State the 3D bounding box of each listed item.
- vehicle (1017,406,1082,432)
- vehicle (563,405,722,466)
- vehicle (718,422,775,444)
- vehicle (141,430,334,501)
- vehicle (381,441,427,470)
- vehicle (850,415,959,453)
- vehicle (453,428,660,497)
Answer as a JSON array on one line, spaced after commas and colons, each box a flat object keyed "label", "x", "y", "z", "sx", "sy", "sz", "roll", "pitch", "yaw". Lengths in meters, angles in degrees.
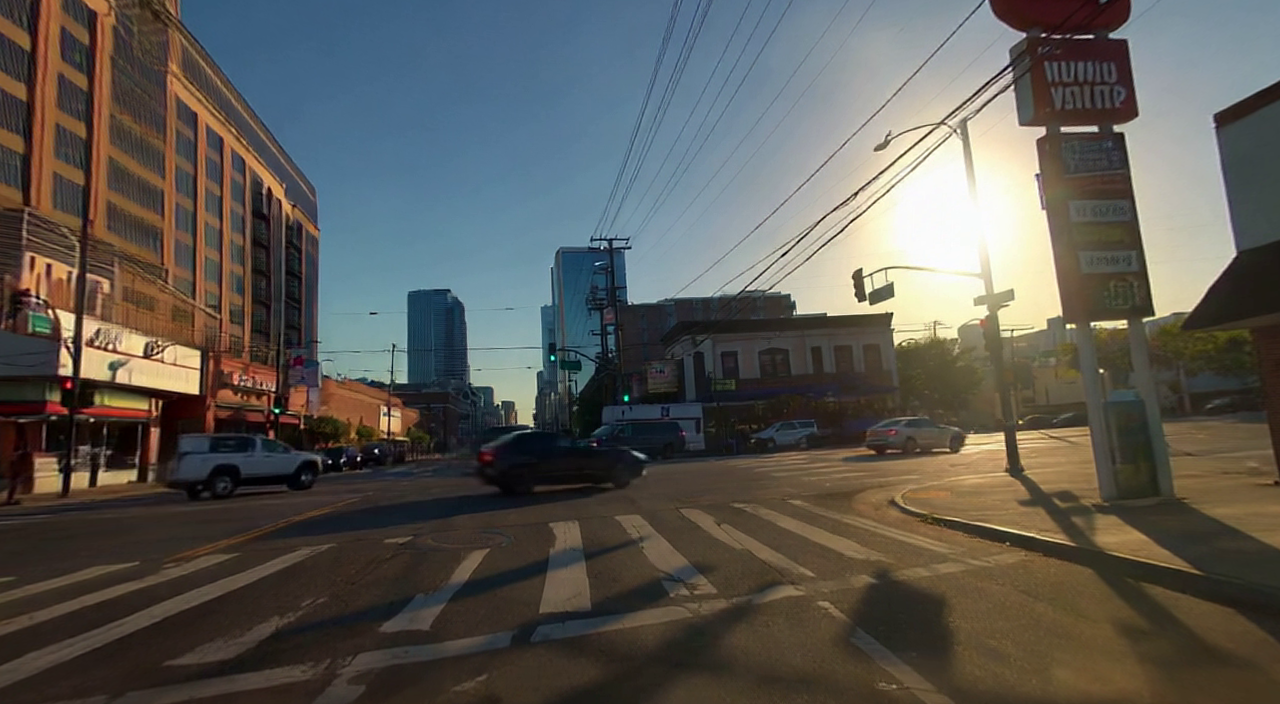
[{"label": "vehicle", "x": 31.000, "y": 5.121, "z": 47.794, "sx": 4.474, "sy": 1.788, "sz": 2.039, "roll": 4, "pitch": -9, "yaw": -27}, {"label": "vehicle", "x": 0.201, "y": 3.090, "z": 23.185, "sx": 5.588, "sy": 1.985, "sz": 2.374, "roll": 7, "pitch": -11, "yaw": -39}, {"label": "vehicle", "x": 7.603, "y": 5.867, "z": 45.416, "sx": 1.866, "sy": 1.430, "sz": 3.901, "roll": 5, "pitch": -10, "yaw": -31}, {"label": "vehicle", "x": -11.376, "y": 3.155, "z": 18.016, "sx": 4.292, "sy": 1.761, "sz": 2.105, "roll": 7, "pitch": -11, "yaw": -40}, {"label": "vehicle", "x": -13.902, "y": 6.009, "z": 37.111, "sx": 2.093, "sy": 1.446, "sz": 4.054, "roll": 2, "pitch": -7, "yaw": -26}, {"label": "vehicle", "x": 11.113, "y": 3.458, "z": 26.456, "sx": 4.433, "sy": 1.453, "sz": 1.804, "roll": 5, "pitch": -10, "yaw": -30}, {"label": "vehicle", "x": -2.023, "y": 2.695, "z": 15.735, "sx": 4.707, "sy": 1.487, "sz": 1.907, "roll": 4, "pitch": -10, "yaw": -29}]
